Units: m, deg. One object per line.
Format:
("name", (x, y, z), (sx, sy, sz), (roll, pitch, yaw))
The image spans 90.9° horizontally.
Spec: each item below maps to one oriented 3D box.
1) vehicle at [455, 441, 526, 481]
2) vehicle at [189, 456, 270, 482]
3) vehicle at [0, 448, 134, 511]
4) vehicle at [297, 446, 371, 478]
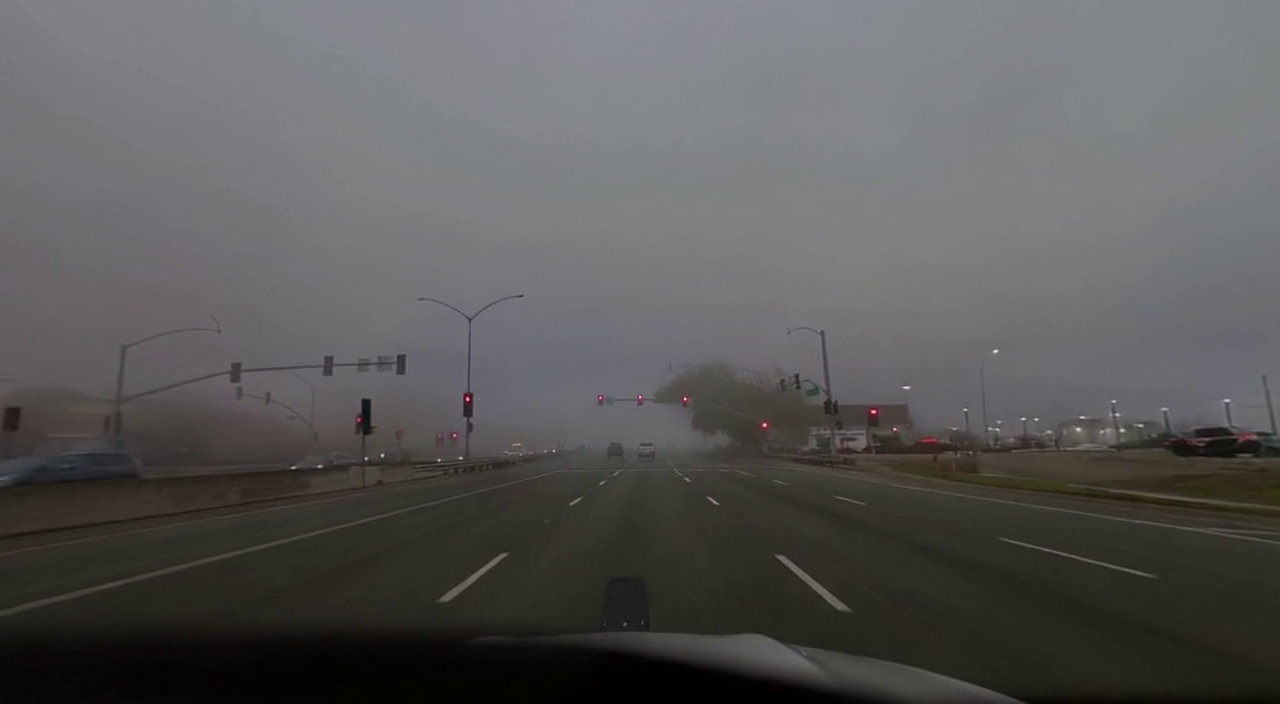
("vehicle", (-6.121, 4.488, 26.288), (1.843, 1.528, 4.121), (0, -8, 2))
("vehicle", (-26.184, 7.463, 40.402), (1.899, 1.487, 4.734), (0, -8, 2))
("vehicle", (-18.139, 3.756, 19.092), (1.926, 1.659, 4.426), (0, -8, -1))
("vehicle", (-18.457, 6.651, 38.350), (2.034, 1.783, 4.875), (0, -8, 0))
